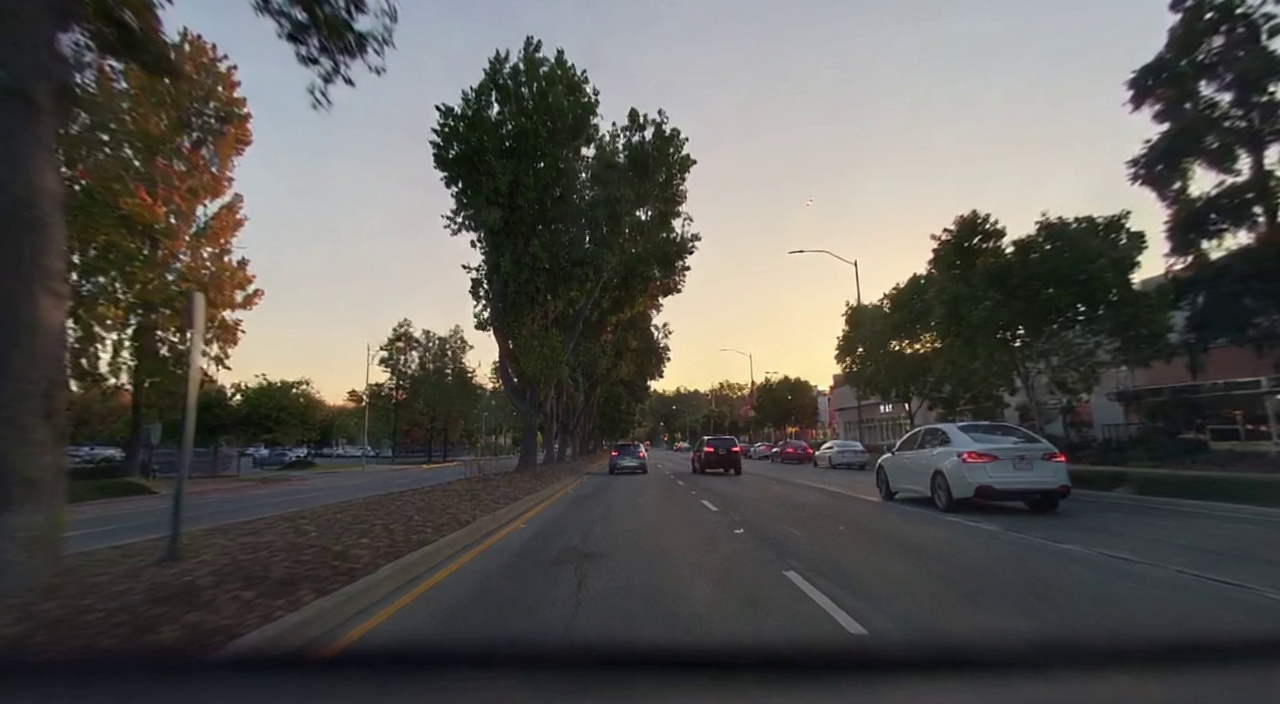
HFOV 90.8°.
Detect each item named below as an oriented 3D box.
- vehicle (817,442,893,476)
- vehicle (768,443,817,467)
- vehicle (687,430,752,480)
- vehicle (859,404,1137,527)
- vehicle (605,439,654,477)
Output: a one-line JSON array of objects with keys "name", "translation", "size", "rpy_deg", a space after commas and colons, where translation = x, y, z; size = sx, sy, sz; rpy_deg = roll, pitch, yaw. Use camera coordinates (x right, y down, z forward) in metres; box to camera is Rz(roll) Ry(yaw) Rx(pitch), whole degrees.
[{"name": "vehicle", "translation": [10.136, 5.044, 30.146], "size": [1.970, 1.470, 4.602], "rpy_deg": [0, -8, 0]}, {"name": "vehicle", "translation": [10.096, 6.836, 42.183], "size": [2.021, 1.481, 4.746], "rpy_deg": [0, -8, 0]}, {"name": "vehicle", "translation": [3.125, 4.167, 25.838], "size": [1.955, 1.845, 4.538], "rpy_deg": [0, -8, -1]}, {"name": "vehicle", "translation": [6.653, 2.213, 12.870], "size": [2.240, 1.923, 5.678], "rpy_deg": [0, -8, -1]}, {"name": "vehicle", "translation": [-0.463, 4.708, 28.265], "size": [2.037, 1.568, 3.693], "rpy_deg": [0, -8, -1]}]
